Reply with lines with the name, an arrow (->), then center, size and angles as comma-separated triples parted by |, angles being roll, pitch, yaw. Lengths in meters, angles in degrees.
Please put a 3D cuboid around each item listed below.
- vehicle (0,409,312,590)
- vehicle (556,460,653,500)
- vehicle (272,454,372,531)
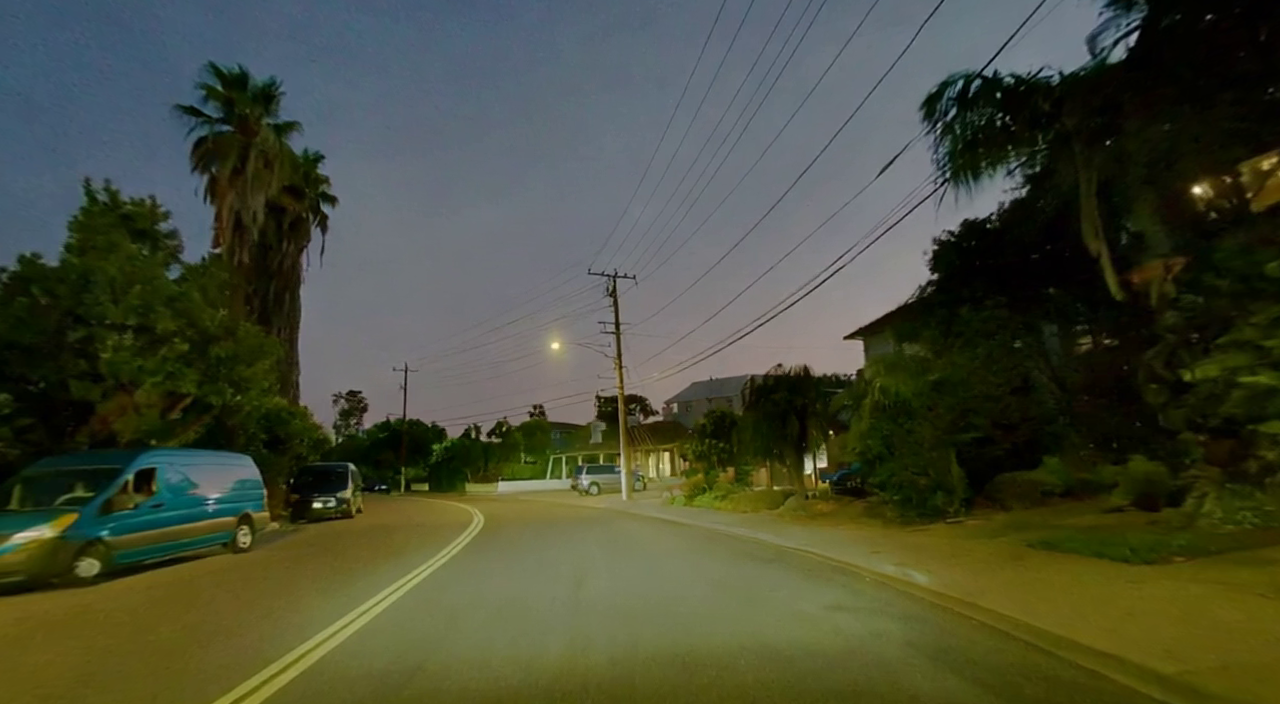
vehicle -> -7.904, 2.481, 10.339 | 2.677, 2.033, 6.011 | -2, -14, -9
vehicle -> -2.030, 7.367, 36.863 | 5.102, 2.040, 2.472 | 6, -10, -33
vehicle -> -11.038, 4.854, 22.455 | 2.552, 2.134, 6.076 | 0, -10, -21
